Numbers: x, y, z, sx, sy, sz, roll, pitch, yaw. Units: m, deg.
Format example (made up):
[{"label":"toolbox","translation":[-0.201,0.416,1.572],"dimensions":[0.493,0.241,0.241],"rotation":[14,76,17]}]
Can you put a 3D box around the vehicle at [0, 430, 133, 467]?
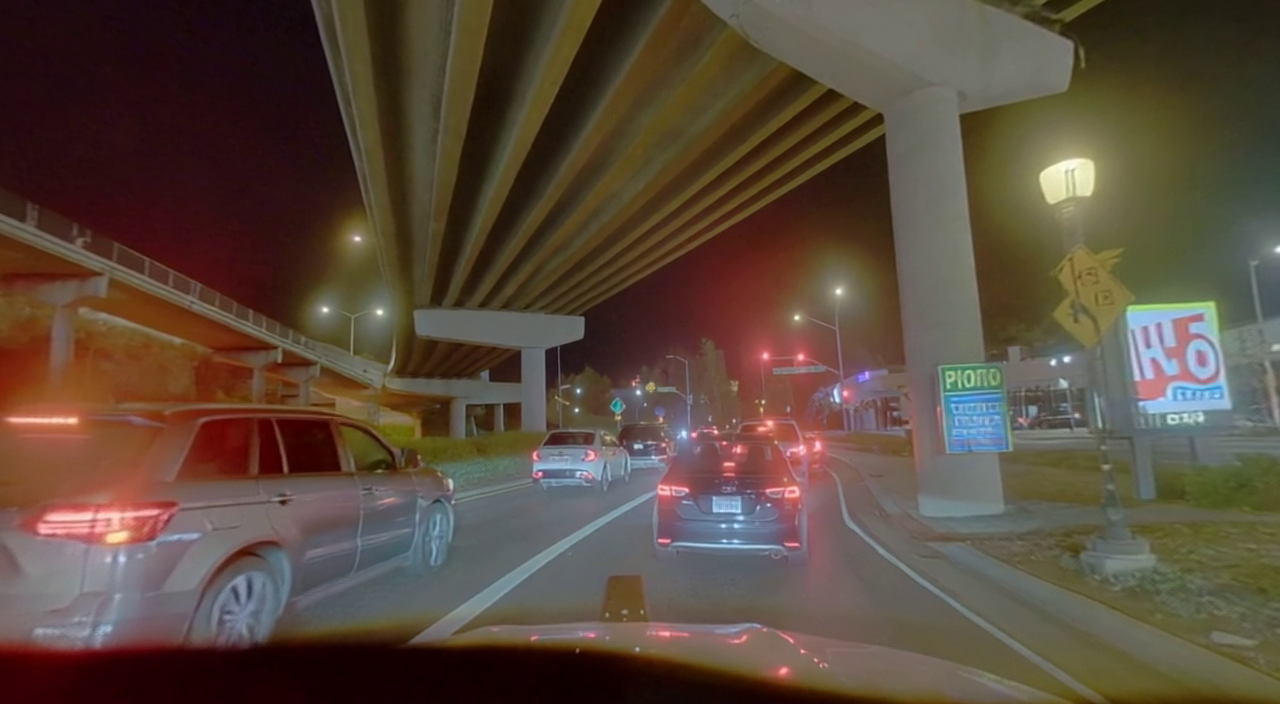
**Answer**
[{"label":"vehicle","translation":[-33.110,5.549,36.315],"dimensions":[5.457,2.021,2.213],"rotation":[2,-9,-14]}]

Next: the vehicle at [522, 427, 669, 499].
[{"label":"vehicle","translation":[-0.906,2.758,16.099],"dimensions":[2.214,1.519,4.704],"rotation":[-3,-9,17]}]

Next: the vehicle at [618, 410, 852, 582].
[{"label":"vehicle","translation":[1.260,1.670,8.204],"dimensions":[2.195,1.571,4.353],"rotation":[-2,-9,10]}]
